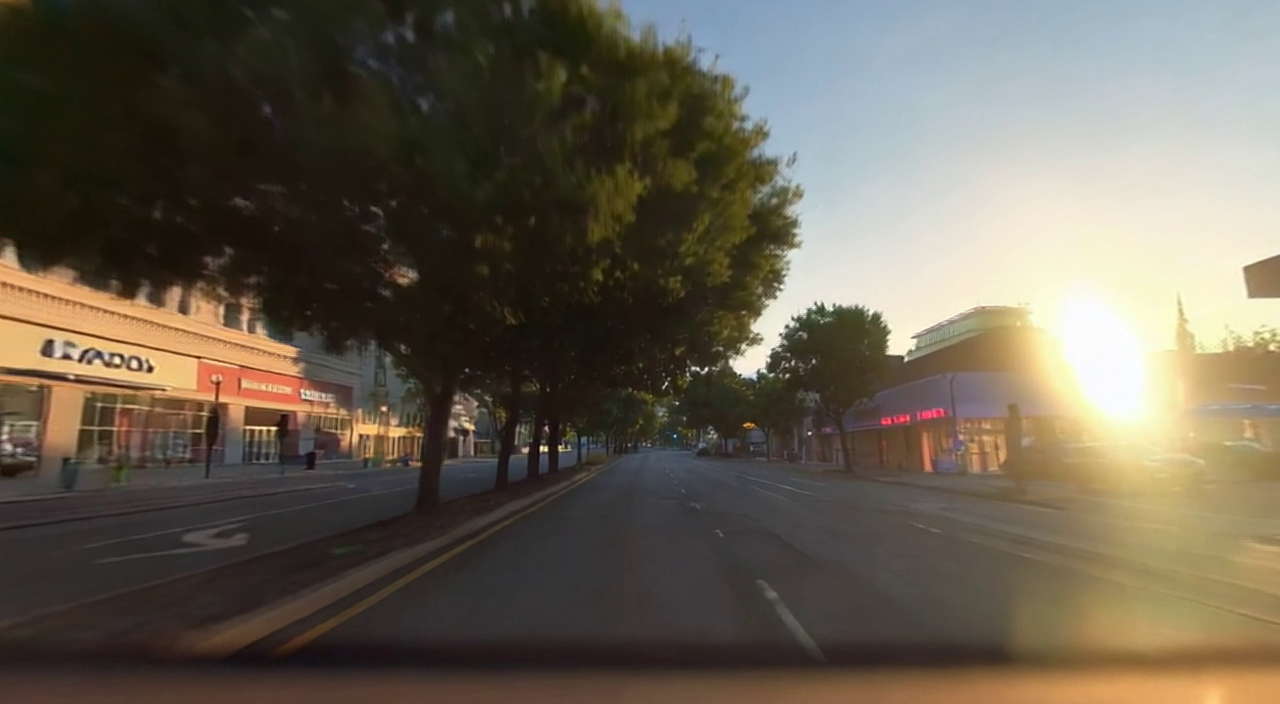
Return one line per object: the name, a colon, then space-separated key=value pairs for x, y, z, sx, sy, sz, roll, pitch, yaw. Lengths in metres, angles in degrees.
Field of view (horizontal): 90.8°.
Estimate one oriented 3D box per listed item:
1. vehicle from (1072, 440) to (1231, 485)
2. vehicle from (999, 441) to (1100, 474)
vehicle: x=19.878 y=4.286 z=24.680 sx=4.468 sy=1.635 sz=2.017 roll=0 pitch=-8 yaw=-2
vehicle: x=21.219 y=5.497 z=32.987 sx=1.981 sy=1.575 sz=4.376 roll=0 pitch=-9 yaw=-6
